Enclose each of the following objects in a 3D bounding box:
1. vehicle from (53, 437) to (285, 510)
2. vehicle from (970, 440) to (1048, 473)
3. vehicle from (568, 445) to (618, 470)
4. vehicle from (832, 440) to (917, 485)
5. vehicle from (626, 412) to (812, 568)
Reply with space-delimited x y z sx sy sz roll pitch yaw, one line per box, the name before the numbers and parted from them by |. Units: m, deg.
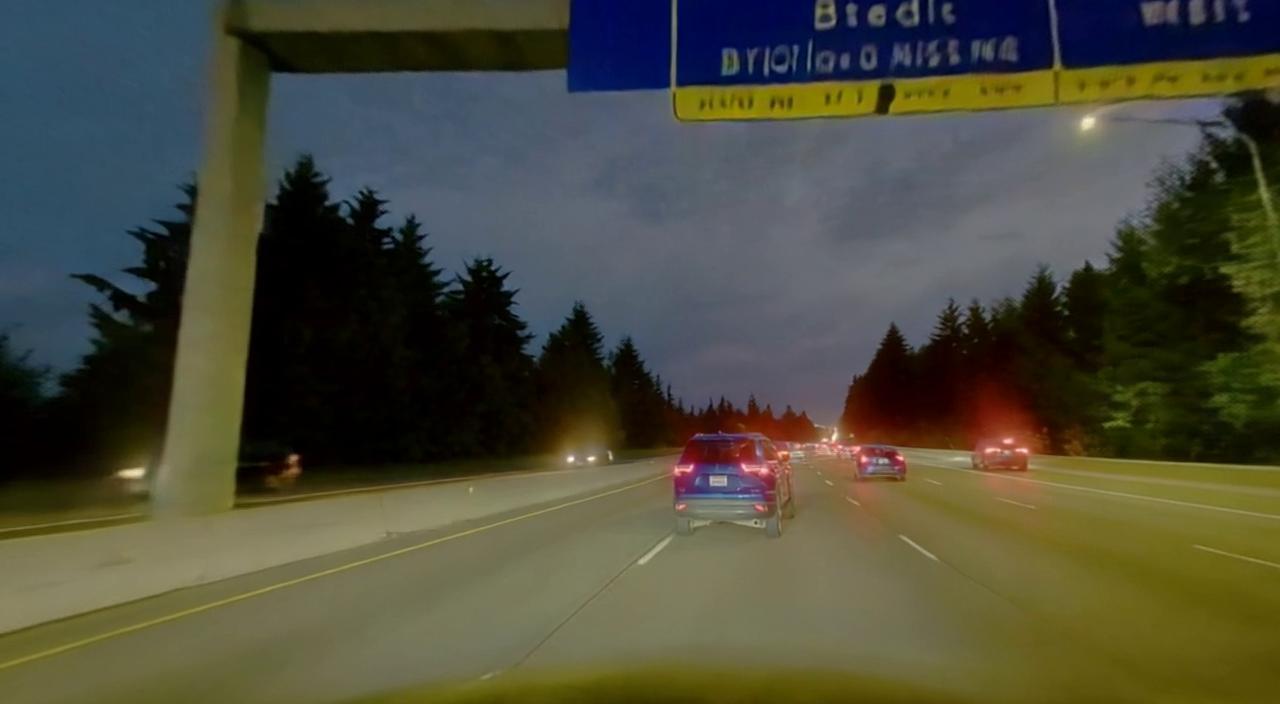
vehicle | -12.654 3.249 17.474 1.989 1.703 4.959 -2 -8 12
vehicle | 18.073 5.097 31.079 1.990 1.478 4.475 -2 -8 13
vehicle | -2.946 6.735 40.470 1.934 1.478 4.474 -2 -9 13
vehicle | 8.339 3.917 22.812 1.962 1.442 4.536 -1 -8 9
vehicle | 1.276 1.784 8.922 2.021 1.635 4.085 -2 -8 13
